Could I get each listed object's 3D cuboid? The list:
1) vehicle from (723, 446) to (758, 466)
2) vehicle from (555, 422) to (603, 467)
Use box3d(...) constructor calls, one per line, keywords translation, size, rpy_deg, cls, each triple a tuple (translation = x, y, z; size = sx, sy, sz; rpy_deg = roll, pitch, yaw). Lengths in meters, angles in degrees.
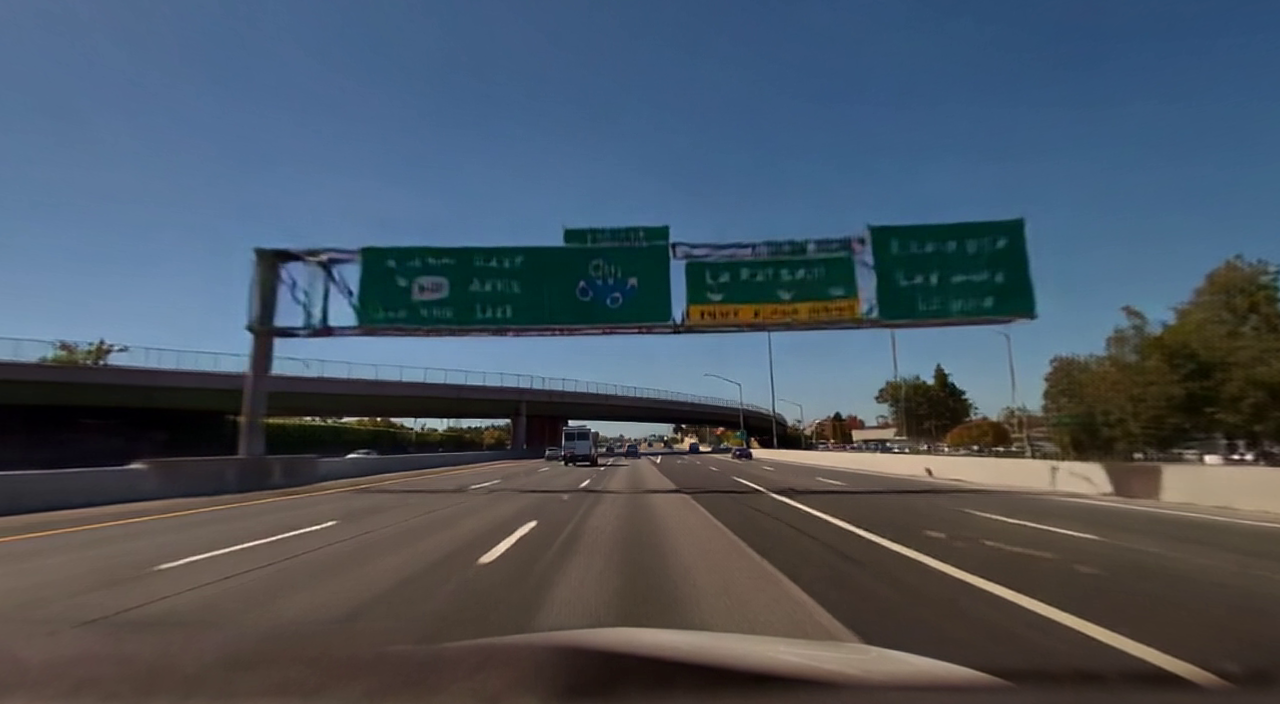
box3d(translation=(7.713, 8.013, 48.932), size=(2.035, 1.491, 4.246), rpy_deg=(0, -9, 1), cls="vehicle")
box3d(translation=(-4.192, 6.590, 44.974), size=(2.881, 2.937, 7.045), rpy_deg=(0, -9, -2), cls="vehicle")
